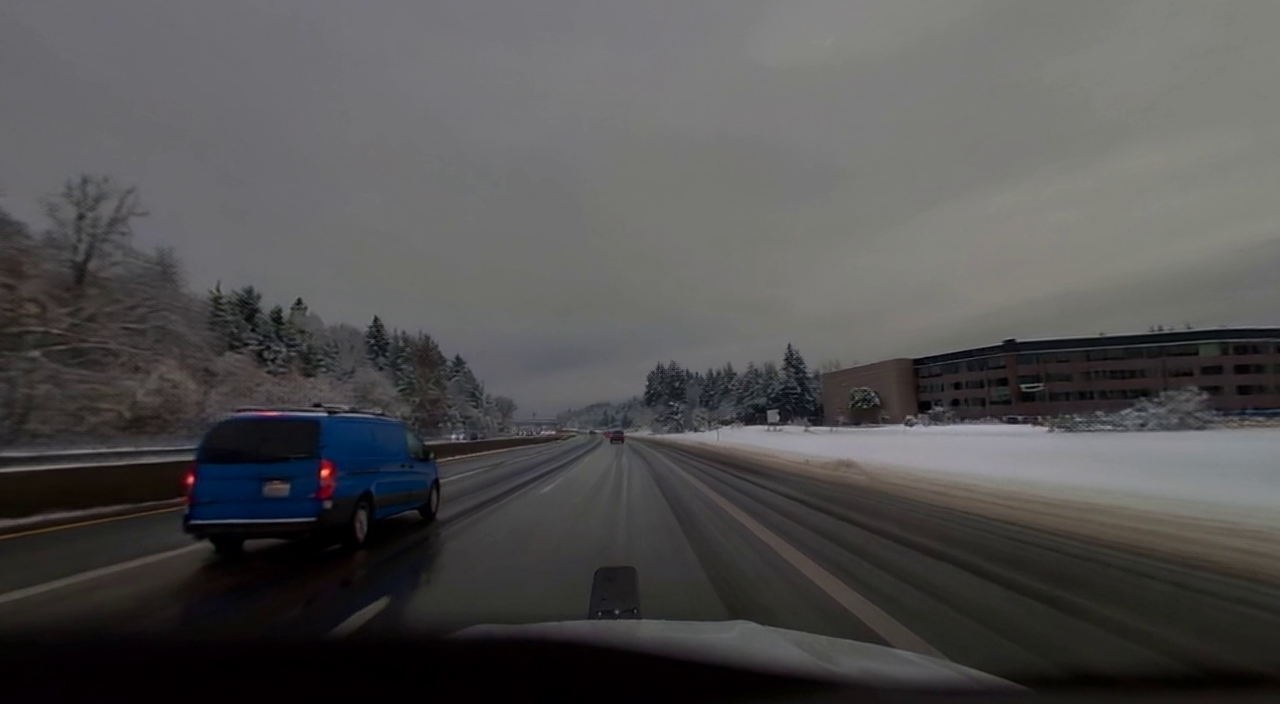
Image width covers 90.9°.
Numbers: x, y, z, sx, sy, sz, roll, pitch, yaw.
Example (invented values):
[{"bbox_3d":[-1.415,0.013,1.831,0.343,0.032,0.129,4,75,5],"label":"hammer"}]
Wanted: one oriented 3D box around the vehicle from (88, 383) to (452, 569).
[{"bbox_3d":[-4.365,1.529,8.664,2.219,1.827,4.738,0,-7,-2],"label":"vehicle"}]
